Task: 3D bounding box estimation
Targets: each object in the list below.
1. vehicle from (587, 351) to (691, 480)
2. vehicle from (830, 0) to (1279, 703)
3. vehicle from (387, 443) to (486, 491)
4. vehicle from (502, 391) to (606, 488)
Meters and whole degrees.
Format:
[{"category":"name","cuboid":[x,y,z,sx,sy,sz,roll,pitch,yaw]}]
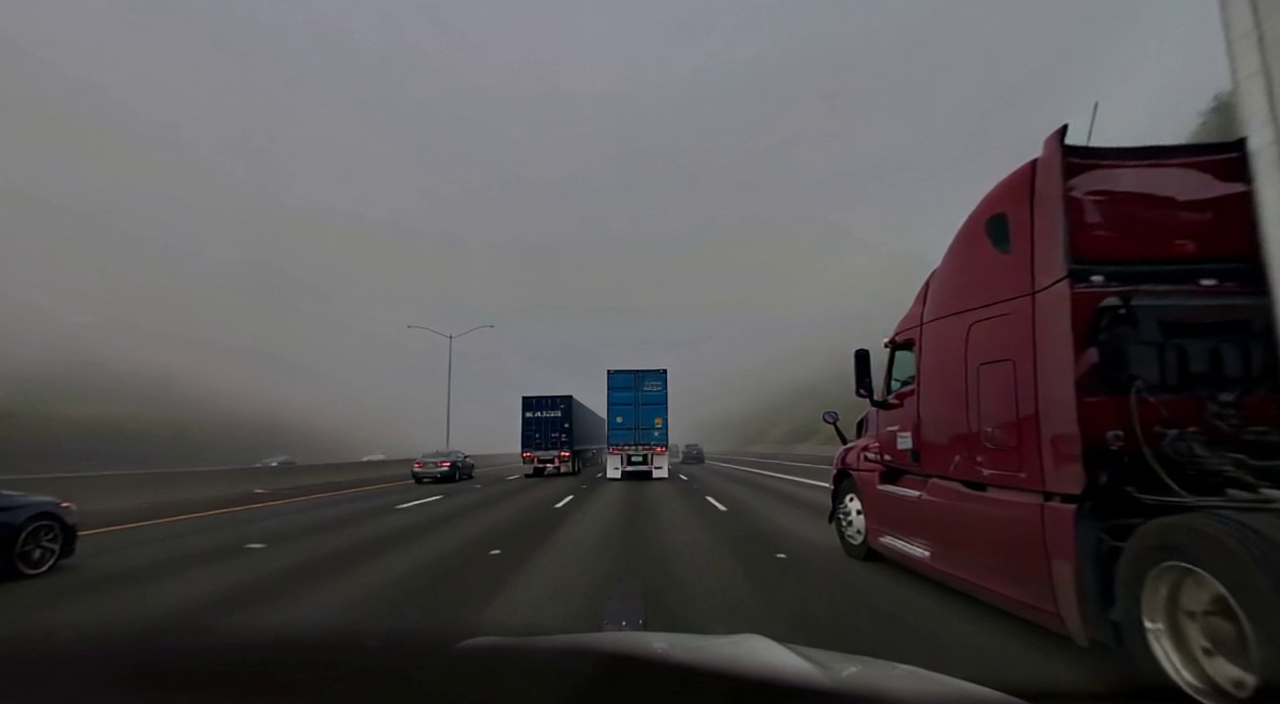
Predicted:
[{"category":"vehicle","cuboid":[-0.022,3.347,28.091,3.097,3.856,18.209,-1,-9,0]},{"category":"vehicle","cuboid":[4.090,0.069,4.807,3.066,3.991,6.942,0,-8,0]},{"category":"vehicle","cuboid":[-6.888,3.907,21.888,1.916,1.465,4.451,0,-8,1]},{"category":"vehicle","cuboid":[-3.201,3.741,26.811,2.786,3.228,11.082,0,-8,0]}]
